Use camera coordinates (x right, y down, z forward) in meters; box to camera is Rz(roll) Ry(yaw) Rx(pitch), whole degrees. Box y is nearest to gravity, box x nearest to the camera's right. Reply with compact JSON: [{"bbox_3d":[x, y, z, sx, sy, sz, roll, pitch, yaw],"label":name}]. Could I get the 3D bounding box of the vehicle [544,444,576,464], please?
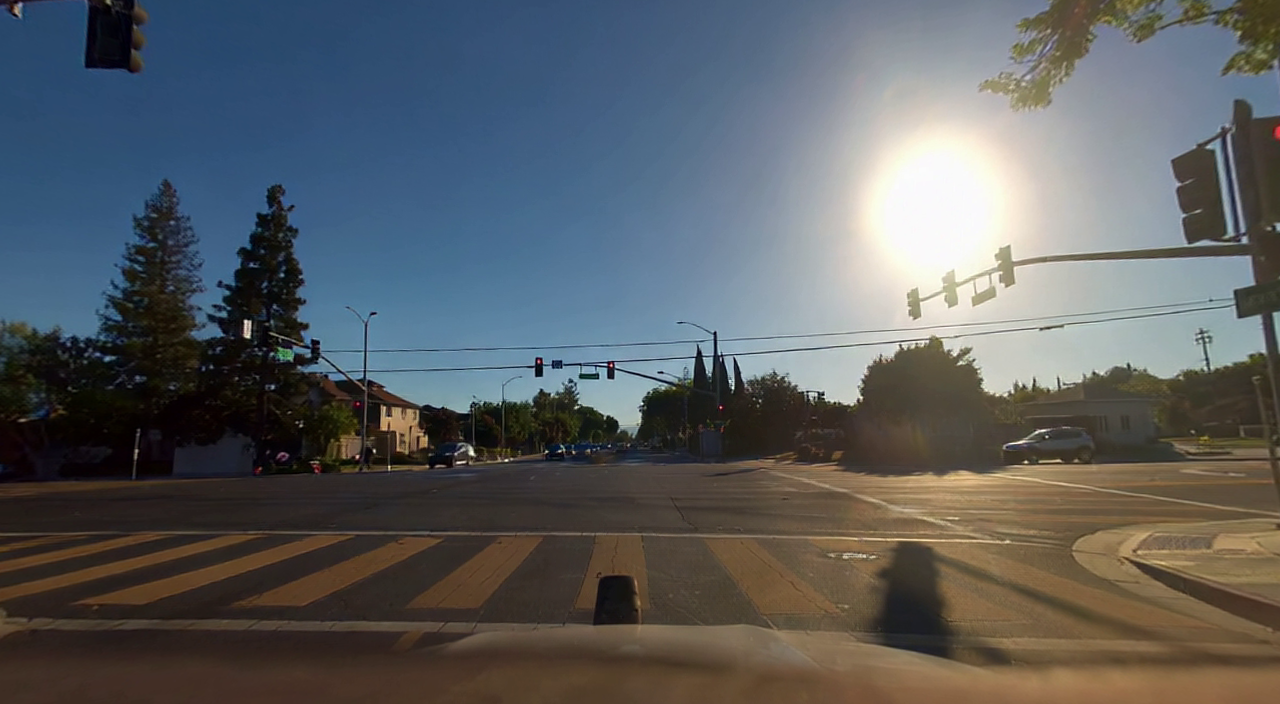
[{"bbox_3d":[-6.116,7.833,48.644,1.936,1.444,4.168,0,-8,0],"label":"vehicle"}]
